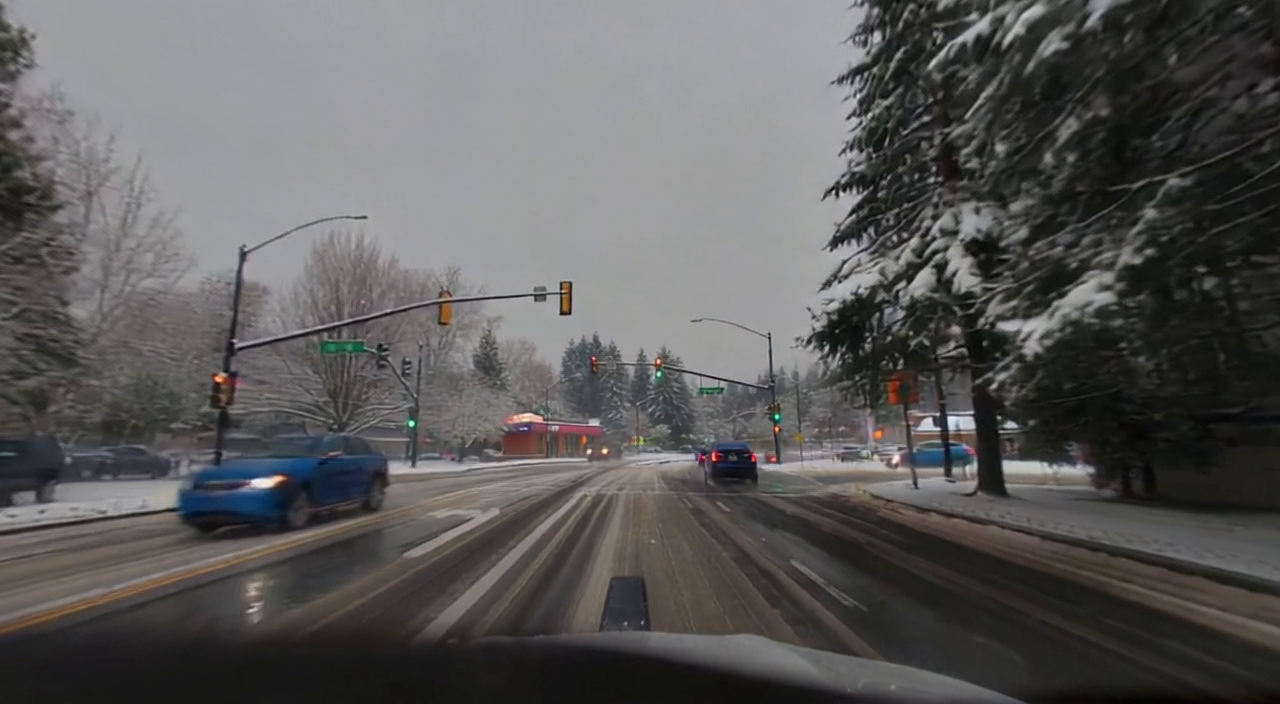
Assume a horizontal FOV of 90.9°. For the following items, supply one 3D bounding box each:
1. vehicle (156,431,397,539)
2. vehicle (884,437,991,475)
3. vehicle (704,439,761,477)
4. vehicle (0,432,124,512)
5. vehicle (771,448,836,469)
[{"bbox_3d":[-6.000,2.206,11.046,2.052,1.543,3.719,0,-9,-2],"label":"vehicle"},{"bbox_3d":[16.228,5.680,34.616,4.713,1.969,2.201,0,-9,0],"label":"vehicle"},{"bbox_3d":[4.461,5.207,31.088,2.311,1.715,4.287,0,-9,3],"label":"vehicle"},{"bbox_3d":[-17.111,3.112,16.667,5.006,1.942,2.246,0,-9,4],"label":"vehicle"},{"bbox_3d":[12.213,7.975,47.238,1.938,1.466,4.434,7,-11,-37],"label":"vehicle"}]
